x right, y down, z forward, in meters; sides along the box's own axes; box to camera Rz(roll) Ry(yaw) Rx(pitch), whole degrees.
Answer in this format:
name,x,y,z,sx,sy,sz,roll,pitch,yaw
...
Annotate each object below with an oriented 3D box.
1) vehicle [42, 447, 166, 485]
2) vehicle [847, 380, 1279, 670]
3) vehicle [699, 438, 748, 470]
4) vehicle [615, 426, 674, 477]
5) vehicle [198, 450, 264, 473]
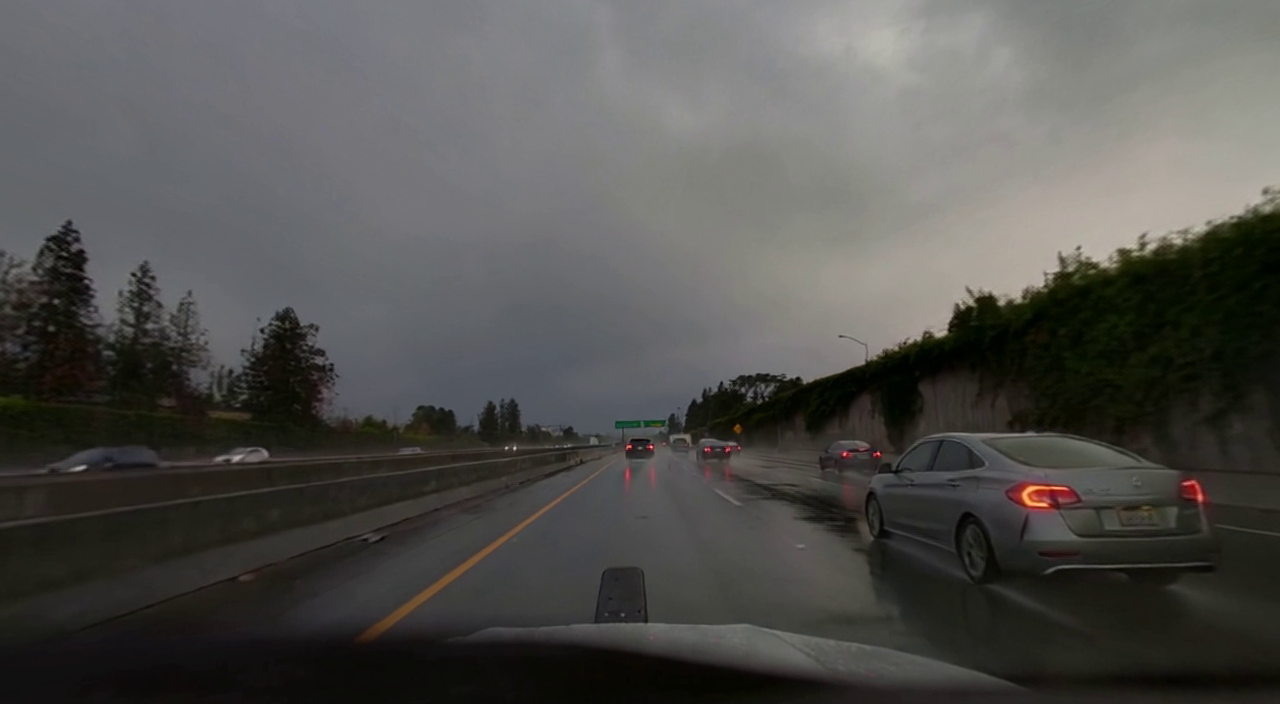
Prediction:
name,x,y,z,sx,sy,sz,roll,pitch,yaw
vehicle,-27.031,5.739,32.085,2.133,1.710,4.731,0,-8,0
vehicle,3.700,1.314,5.928,2.003,1.661,4.418,0,-8,0
vehicle,4.146,5.121,31.896,1.825,1.487,4.034,0,-8,-1
vehicle,0.167,4.007,25.518,2.189,1.852,4.038,0,-8,0
vehicle,-31.134,8.329,48.190,2.027,1.619,4.468,0,-8,0
